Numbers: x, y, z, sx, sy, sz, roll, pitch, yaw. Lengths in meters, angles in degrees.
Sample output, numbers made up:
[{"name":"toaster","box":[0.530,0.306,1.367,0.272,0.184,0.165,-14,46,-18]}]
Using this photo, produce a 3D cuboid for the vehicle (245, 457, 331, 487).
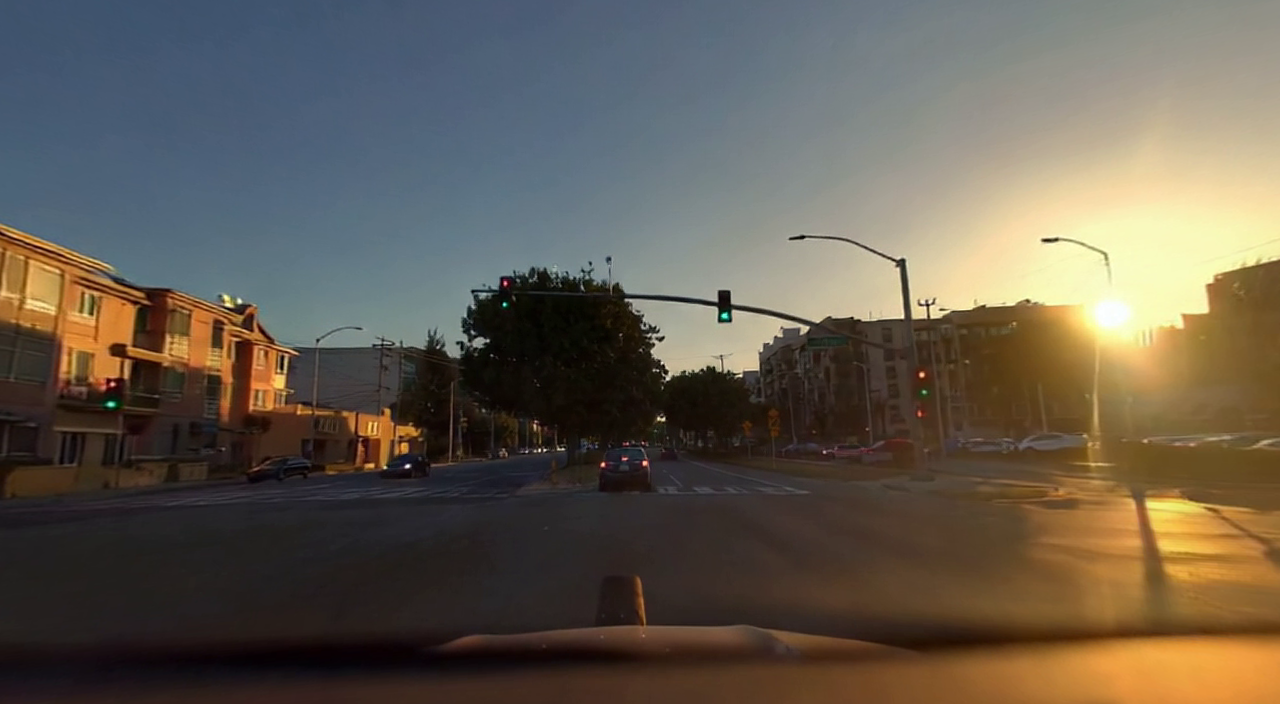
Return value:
[{"name":"vehicle","box":[-19.489,6.622,35.120,2.018,1.468,4.768,0,-9,0]}]

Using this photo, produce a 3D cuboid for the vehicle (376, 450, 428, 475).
[{"name":"vehicle","box":[-15.985,7.443,42.436,1.947,1.564,3.809,0,-9,0]}]

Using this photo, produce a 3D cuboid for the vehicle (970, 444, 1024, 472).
[{"name":"vehicle","box":[19.862,5.862,34.950,1.717,1.444,3.788,-8,-11,41]}]

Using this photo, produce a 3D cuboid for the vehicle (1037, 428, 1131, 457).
[{"name":"vehicle","box":[31.087,6.391,44.158,5.079,1.893,2.254,2,-11,-9]}]

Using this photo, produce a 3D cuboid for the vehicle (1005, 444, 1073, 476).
[{"name":"vehicle","box":[19.789,5.301,31.115,1.932,1.430,4.203,-8,-12,43]}]

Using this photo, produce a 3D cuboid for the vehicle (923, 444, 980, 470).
[{"name":"vehicle","box":[18.980,6.356,38.294,1.900,1.490,4.238,-8,-11,42]}]

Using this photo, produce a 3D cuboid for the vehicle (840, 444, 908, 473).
[{"name":"vehicle","box":[12.709,5.798,34.503,1.849,1.429,4.335,0,-9,-3]}]

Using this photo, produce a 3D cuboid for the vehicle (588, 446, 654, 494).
[{"name":"vehicle","box":[-0.599,3.893,21.218,2.010,1.447,4.121,0,-9,0]}]
